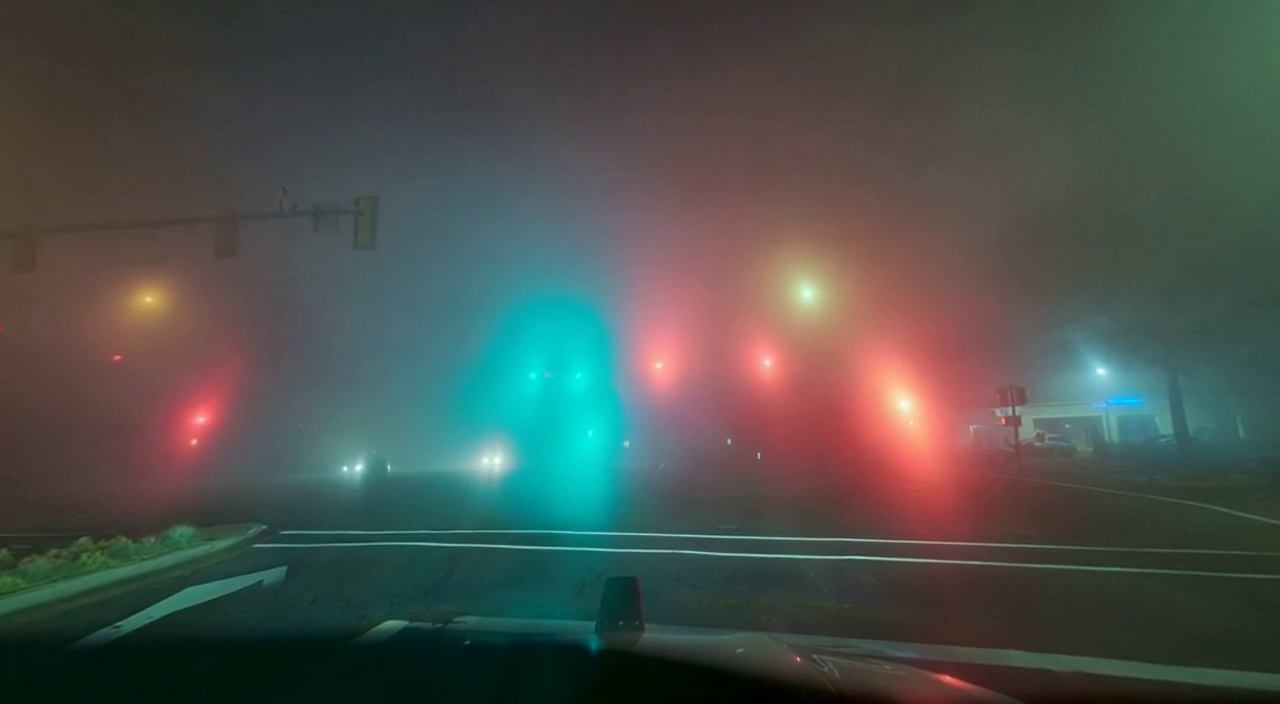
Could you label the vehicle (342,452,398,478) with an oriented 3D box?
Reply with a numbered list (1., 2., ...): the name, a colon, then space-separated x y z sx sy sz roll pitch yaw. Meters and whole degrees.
1. vehicle: -18.830 7.854 44.255 1.933 1.664 4.255 0 -9 1
